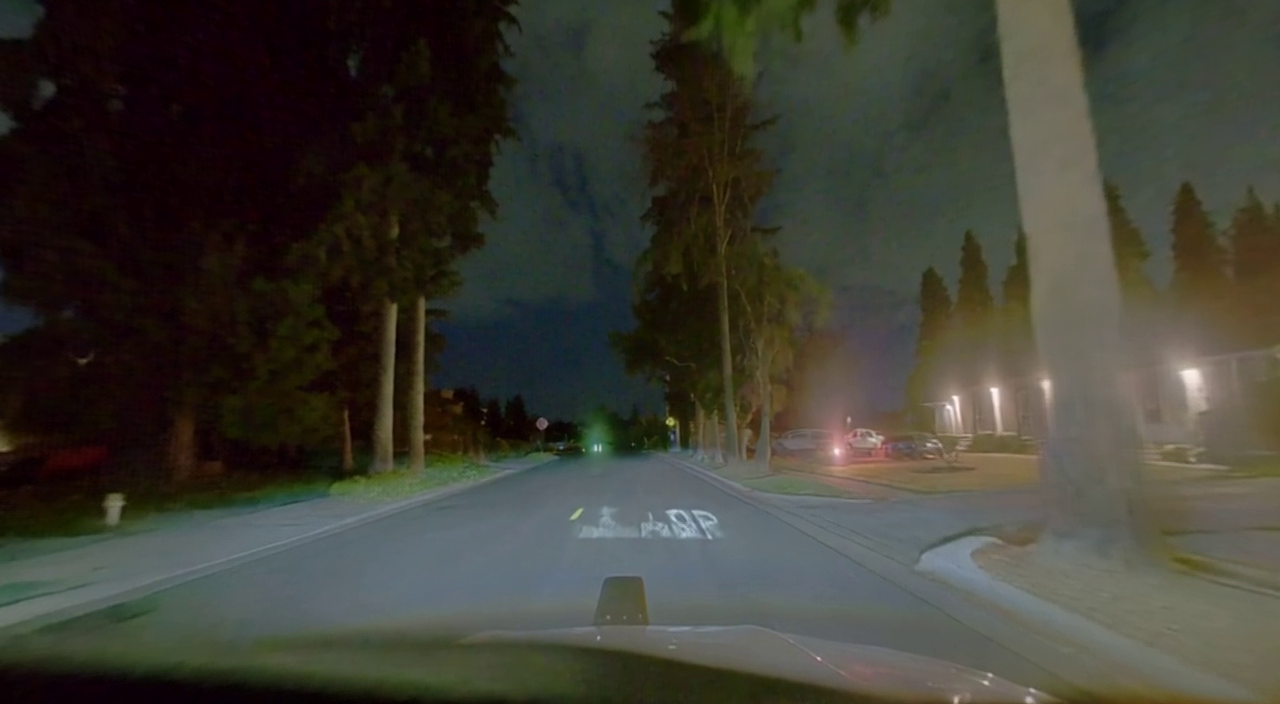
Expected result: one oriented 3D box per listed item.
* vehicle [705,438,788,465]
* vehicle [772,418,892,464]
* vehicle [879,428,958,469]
[{"bbox_3d":[5.803,5.477,34.733,4.229,1.402,1.811,0,-9,0],"label":"vehicle"},{"bbox_3d":[9.638,4.493,31.909,5.239,1.933,2.131,-3,-7,-2],"label":"vehicle"},{"bbox_3d":[11.527,3.944,25.920,2.004,1.511,4.494,-6,-10,35],"label":"vehicle"}]
